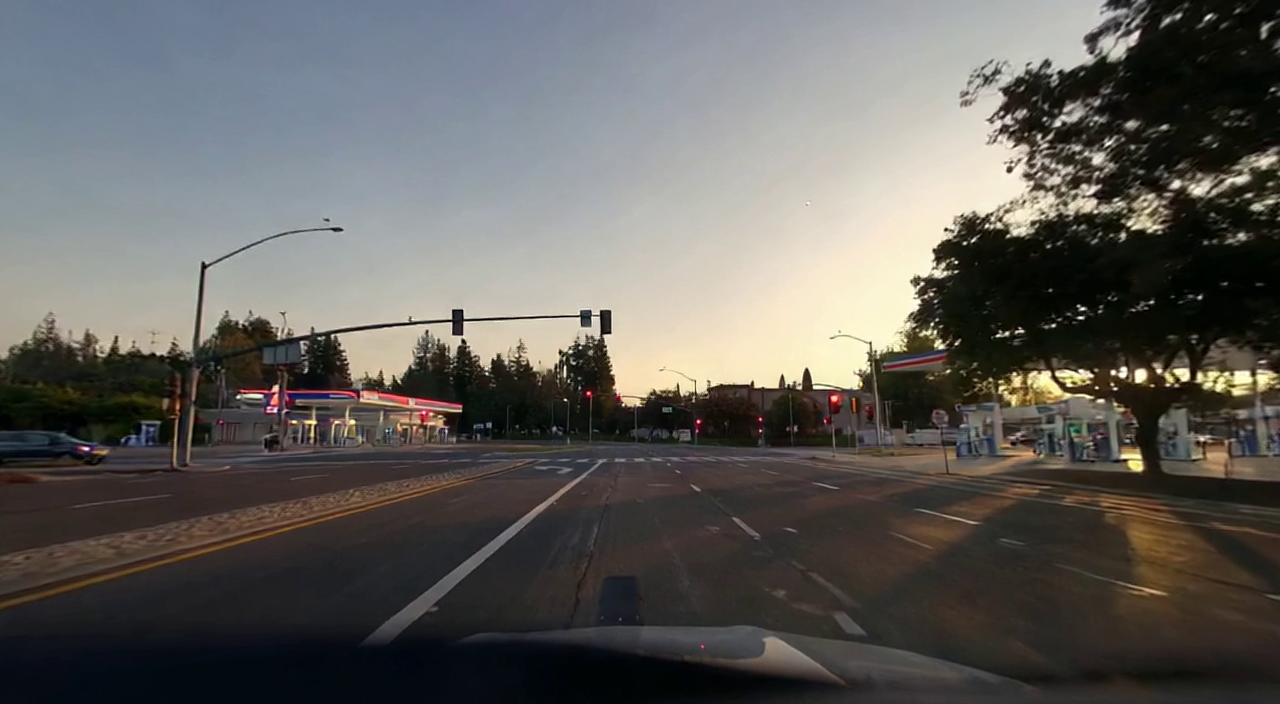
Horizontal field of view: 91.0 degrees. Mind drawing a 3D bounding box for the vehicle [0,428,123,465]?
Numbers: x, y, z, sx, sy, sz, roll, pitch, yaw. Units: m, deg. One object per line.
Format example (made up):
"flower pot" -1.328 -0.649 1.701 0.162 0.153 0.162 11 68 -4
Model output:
"vehicle" -29.738 4.777 31.967 5.089 1.762 2.060 6 -10 -34
